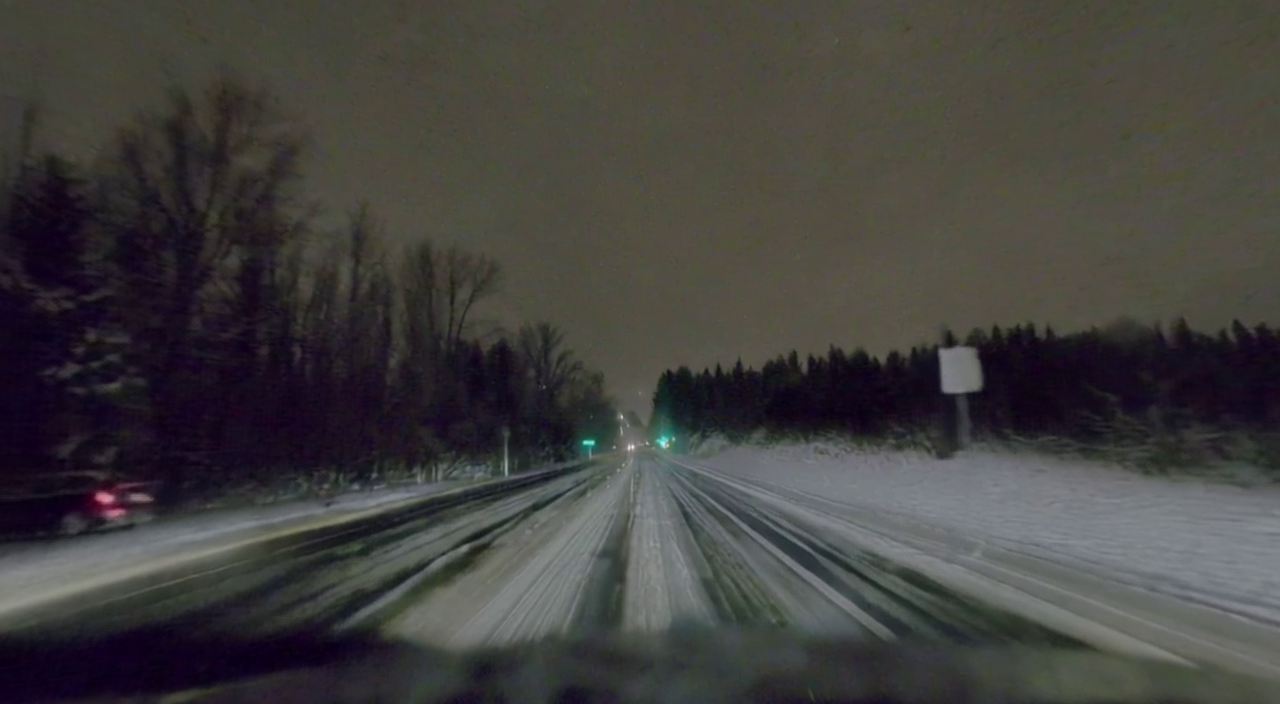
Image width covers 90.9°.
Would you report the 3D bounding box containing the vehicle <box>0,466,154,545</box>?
[{"bbox_3d":[-12.862,3.080,12.878,4.266,1.425,1.759,0,-9,-3],"label":"vehicle"}]
